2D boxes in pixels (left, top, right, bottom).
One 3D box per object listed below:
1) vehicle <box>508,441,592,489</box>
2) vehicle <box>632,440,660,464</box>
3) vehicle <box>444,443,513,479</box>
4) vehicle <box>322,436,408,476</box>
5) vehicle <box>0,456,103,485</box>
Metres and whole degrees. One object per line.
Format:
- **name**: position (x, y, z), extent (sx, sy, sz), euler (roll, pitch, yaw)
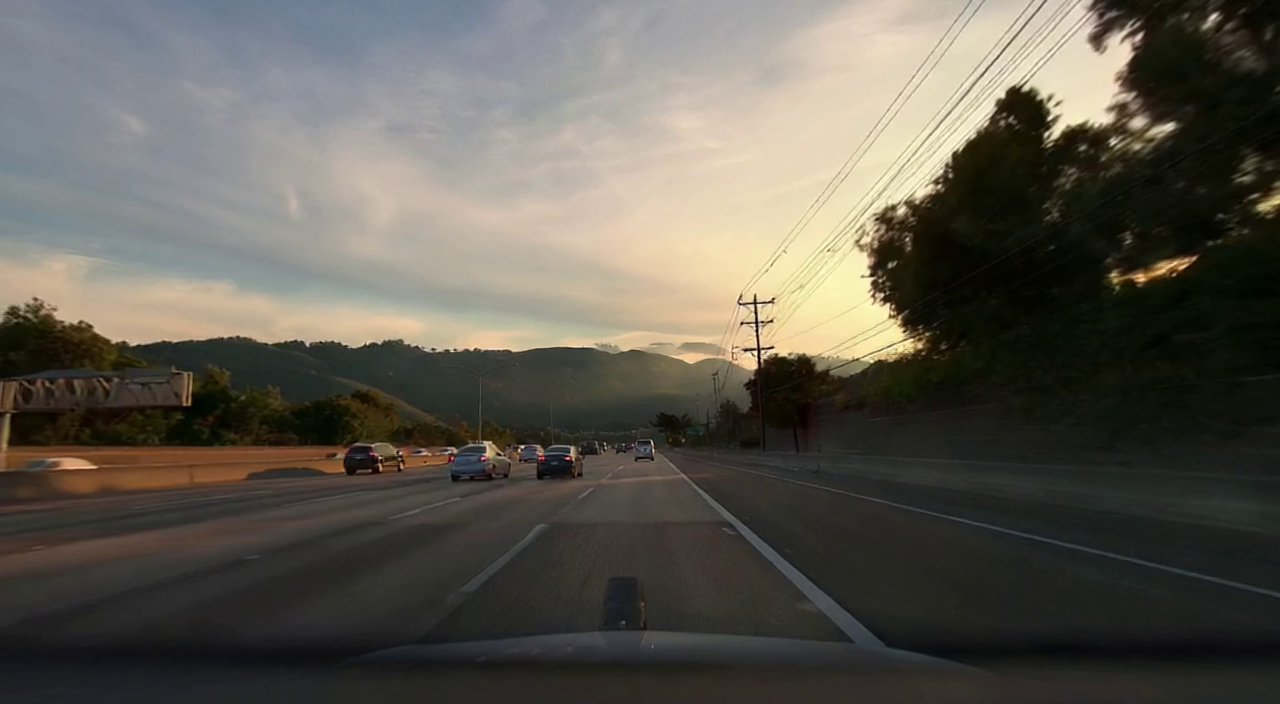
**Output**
- **vehicle**: position (-2.913, 3.800, 21.485), extent (2.064, 1.446, 4.409), euler (0, -9, 2)
- **vehicle**: position (0.389, 7.546, 47.798), extent (2.001, 1.732, 4.823), euler (0, -9, -1)
- **vehicle**: position (-7.157, 4.846, 28.344), extent (1.899, 1.472, 4.202), euler (0, -9, 1)
- **vehicle**: position (-14.259, 5.423, 33.088), extent (2.172, 1.946, 5.017), euler (0, -9, 1)
- **vehicle**: position (-31.676, 6.346, 34.059), extent (1.760, 1.424, 4.051), euler (0, -9, 0)
